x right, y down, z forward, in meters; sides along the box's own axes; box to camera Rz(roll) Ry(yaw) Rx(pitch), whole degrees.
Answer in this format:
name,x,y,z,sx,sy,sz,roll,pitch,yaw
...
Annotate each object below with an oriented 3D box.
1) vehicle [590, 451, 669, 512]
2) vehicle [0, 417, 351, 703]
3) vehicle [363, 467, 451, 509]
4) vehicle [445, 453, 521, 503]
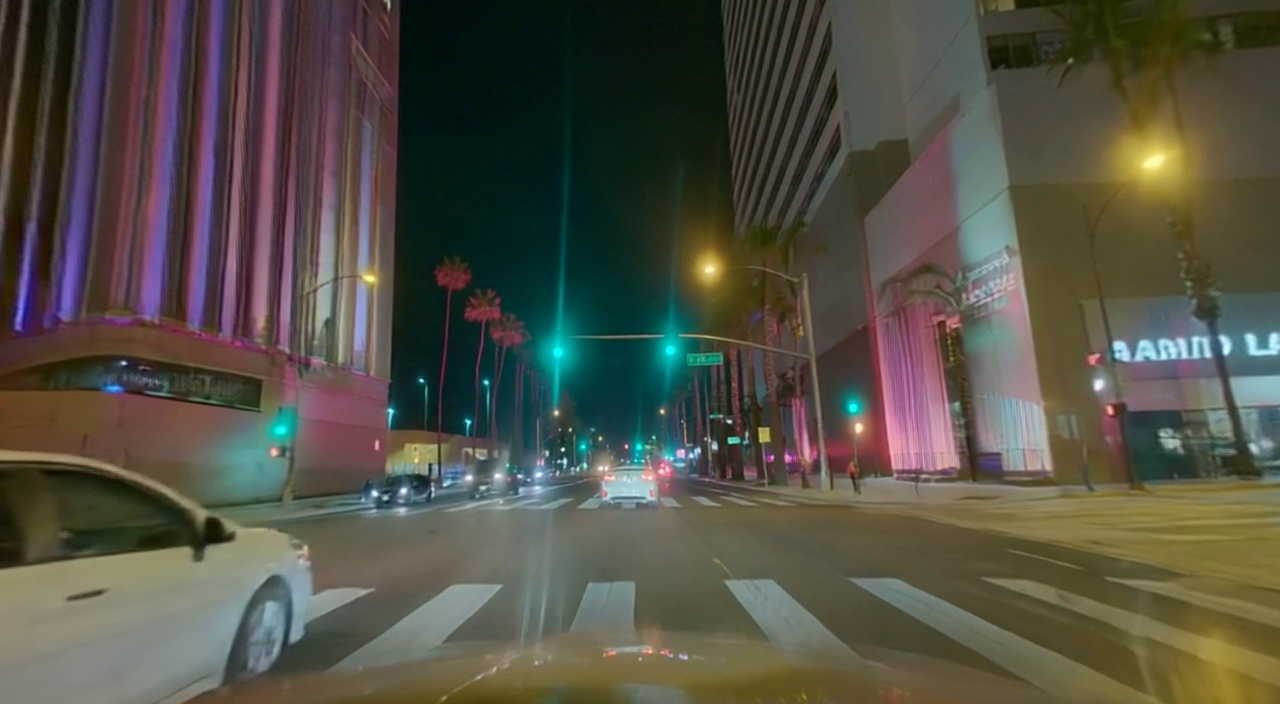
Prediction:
name,x,y,z,sx,sy,sz,roll,pitch,yaw
vehicle,-0.303,3.850,19.186,2.145,1.632,3.972,0,-9,-1
vehicle,-3.289,1.031,2.516,2.096,1.492,4.666,0,-9,-1
vehicle,-9.653,5.662,26.540,1.977,1.475,4.491,0,-9,0
vehicle,-6.694,5.396,27.371,2.070,1.893,4.738,0,-9,0
